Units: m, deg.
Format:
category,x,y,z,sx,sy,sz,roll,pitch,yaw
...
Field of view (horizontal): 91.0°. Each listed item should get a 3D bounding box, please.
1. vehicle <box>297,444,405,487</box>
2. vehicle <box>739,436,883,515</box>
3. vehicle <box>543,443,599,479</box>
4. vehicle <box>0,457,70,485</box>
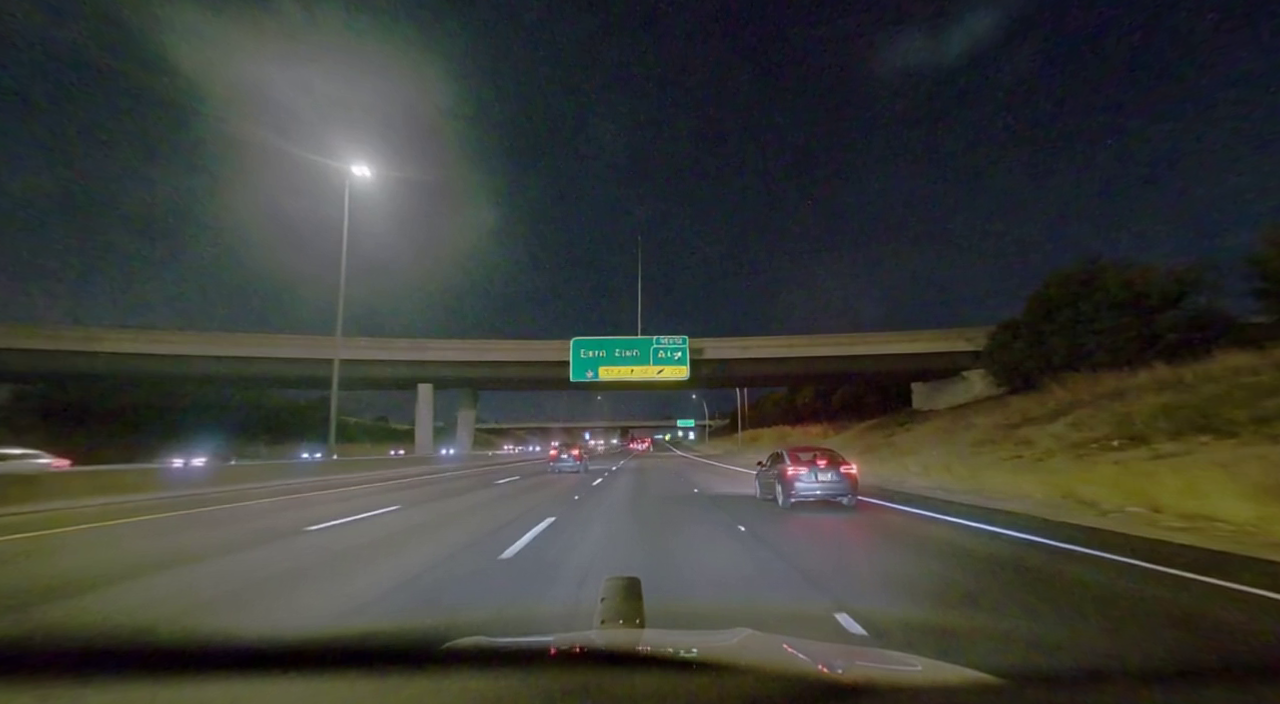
category,x,y,z,sx,sy,sz,roll,pitch,yaw
vehicle,-11.154,4.400,24.722,1.919,1.497,4.765,0,-9,1
vehicle,3.679,2.747,14.489,2.079,1.535,4.316,0,-9,0
vehicle,-3.176,5.120,29.789,2.072,1.545,4.687,0,-9,0
vehicle,-40.207,7.675,40.897,1.937,1.636,4.683,0,-9,0
